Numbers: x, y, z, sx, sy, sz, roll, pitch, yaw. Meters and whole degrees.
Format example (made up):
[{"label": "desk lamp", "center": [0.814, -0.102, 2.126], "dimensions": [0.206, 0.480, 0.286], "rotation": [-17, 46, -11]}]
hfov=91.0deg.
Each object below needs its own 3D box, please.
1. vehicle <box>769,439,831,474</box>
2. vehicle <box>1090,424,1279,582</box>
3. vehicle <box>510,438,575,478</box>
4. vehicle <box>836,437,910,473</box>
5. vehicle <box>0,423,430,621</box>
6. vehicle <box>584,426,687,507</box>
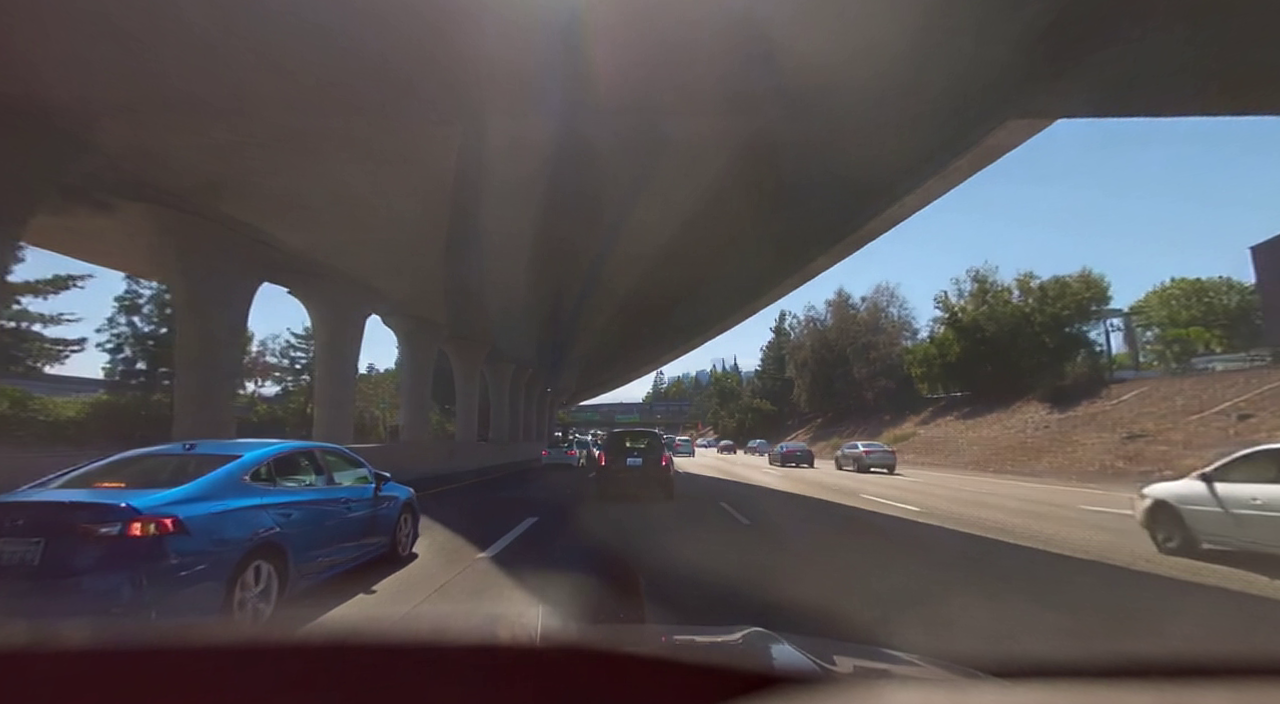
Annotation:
[{"label": "vehicle", "center": [7.385, 4.853, 29.421], "dimensions": [1.880, 1.526, 3.641], "rotation": [0, -9, 0]}, {"label": "vehicle", "center": [7.274, 1.518, 6.386], "dimensions": [2.049, 1.521, 4.604], "rotation": [0, -9, 1]}, {"label": "vehicle", "center": [-3.957, 4.372, 26.170], "dimensions": [1.947, 1.516, 4.295], "rotation": [0, -9, 1]}, {"label": "vehicle", "center": [11.546, 5.123, 31.528], "dimensions": [1.992, 1.625, 4.359], "rotation": [1, -9, -1]}, {"label": "vehicle", "center": [-4.107, 1.629, 7.061], "dimensions": [1.974, 1.478, 4.412], "rotation": [0, -9, 0]}, {"label": "vehicle", "center": [-0.081, 2.726, 15.369], "dimensions": [2.181, 1.697, 4.021], "rotation": [0, -9, 0]}]
